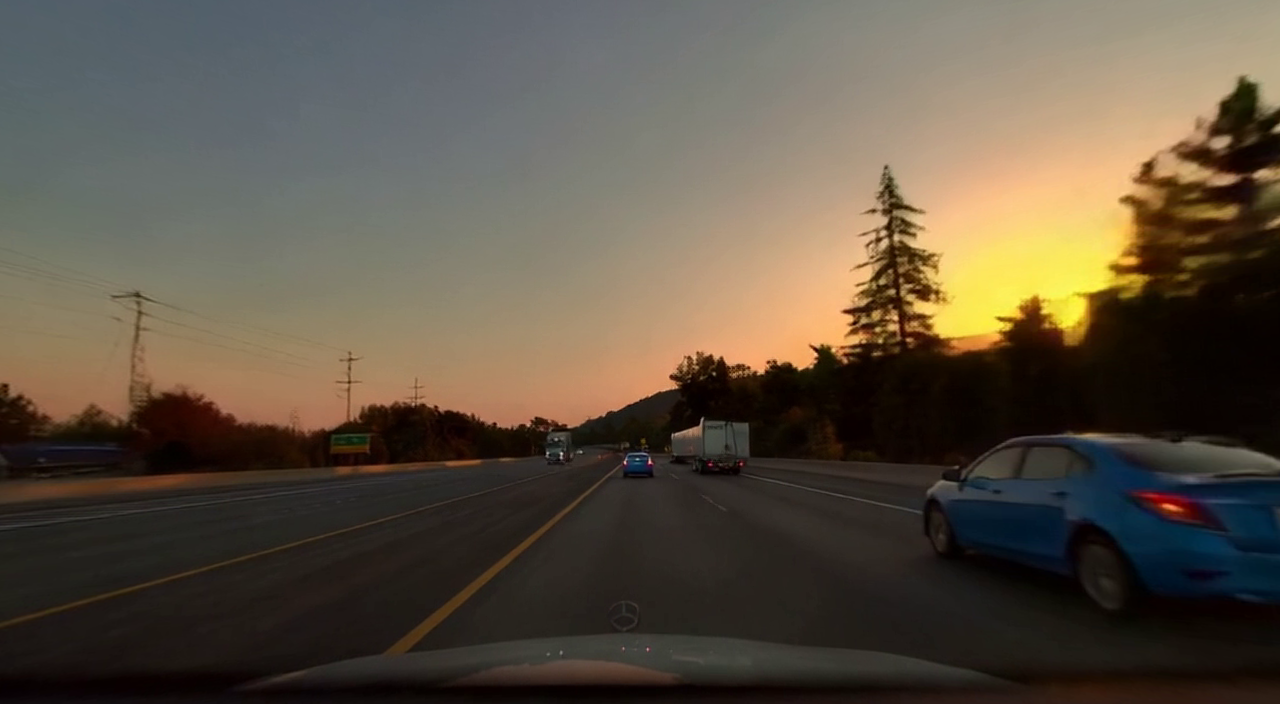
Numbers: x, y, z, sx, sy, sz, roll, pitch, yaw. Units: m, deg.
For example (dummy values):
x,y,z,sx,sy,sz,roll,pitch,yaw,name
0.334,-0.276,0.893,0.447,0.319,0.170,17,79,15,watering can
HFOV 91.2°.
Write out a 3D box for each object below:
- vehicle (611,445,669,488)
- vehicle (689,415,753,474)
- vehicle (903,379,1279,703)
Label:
x,y,z,sx,sy,sz,roll,pitch,yaw,name
-0.022,4.418,24.485,2.066,1.490,3.759,0,-9,-1,vehicle
4.657,5.575,37.641,2.791,3.201,7.145,-1,-9,0,vehicle
3.868,1.184,4.697,1.953,1.540,4.101,0,-9,-1,vehicle
